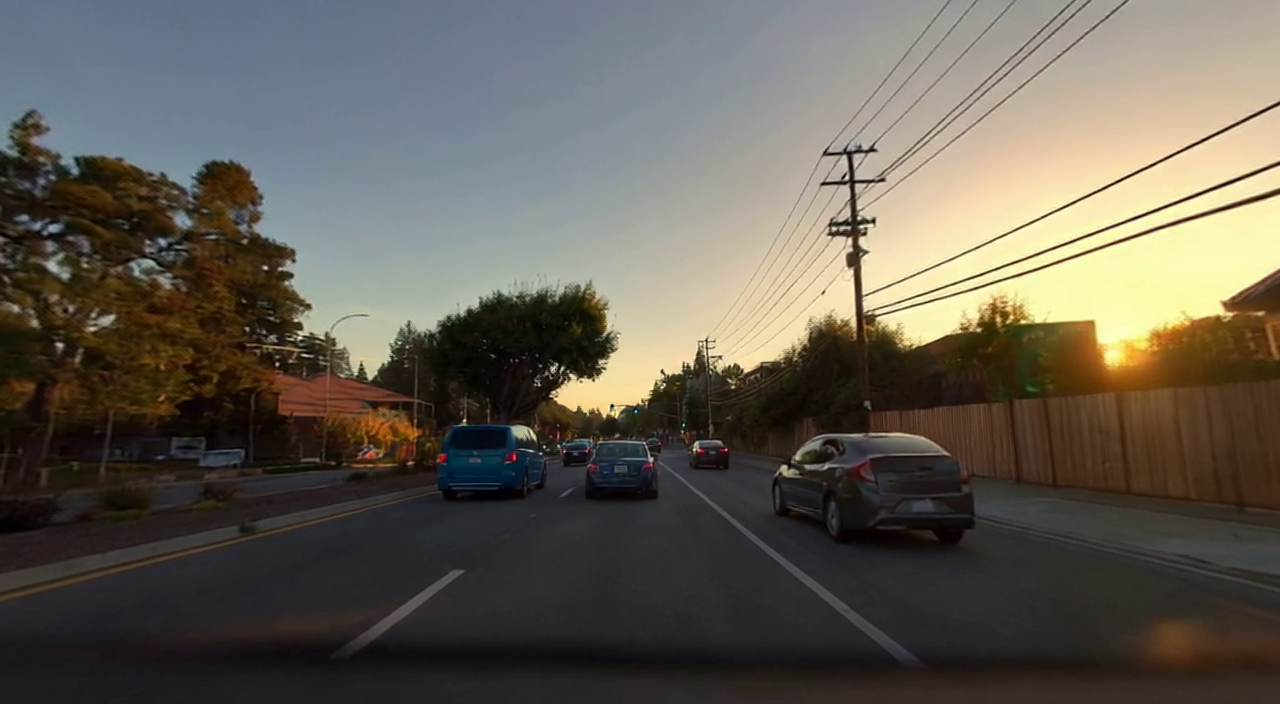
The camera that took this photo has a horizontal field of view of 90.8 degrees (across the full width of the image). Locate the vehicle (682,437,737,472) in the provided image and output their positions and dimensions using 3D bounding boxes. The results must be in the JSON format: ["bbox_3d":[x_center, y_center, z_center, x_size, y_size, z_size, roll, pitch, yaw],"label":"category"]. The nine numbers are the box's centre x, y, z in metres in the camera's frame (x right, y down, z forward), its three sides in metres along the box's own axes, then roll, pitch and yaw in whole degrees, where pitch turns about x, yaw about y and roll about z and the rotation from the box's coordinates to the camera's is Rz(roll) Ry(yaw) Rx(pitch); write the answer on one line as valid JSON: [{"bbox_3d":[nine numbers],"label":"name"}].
[{"bbox_3d":[3.105,4.688,29.044,1.878,1.479,4.461,0,-8,-2],"label":"vehicle"}]

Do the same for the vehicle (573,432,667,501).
[{"bbox_3d":[-0.438,2.833,16.000,2.097,1.511,3.809,0,-8,0],"label":"vehicle"}]

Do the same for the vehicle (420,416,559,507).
[{"bbox_3d":[-3.368,2.570,15.234,2.092,1.839,4.736,0,-8,1],"label":"vehicle"}]

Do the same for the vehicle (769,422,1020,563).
[{"bbox_3d":[3.175,1.811,8.822,1.880,1.521,3.724,0,-8,-1],"label":"vehicle"}]
